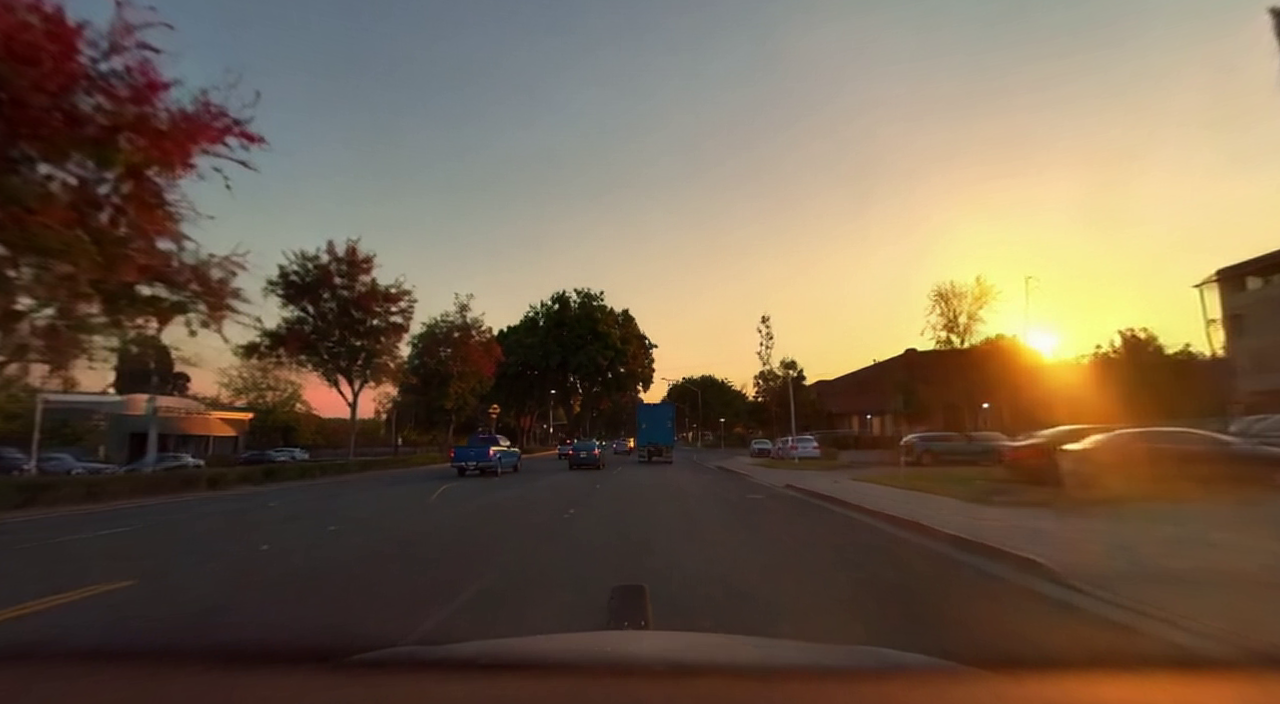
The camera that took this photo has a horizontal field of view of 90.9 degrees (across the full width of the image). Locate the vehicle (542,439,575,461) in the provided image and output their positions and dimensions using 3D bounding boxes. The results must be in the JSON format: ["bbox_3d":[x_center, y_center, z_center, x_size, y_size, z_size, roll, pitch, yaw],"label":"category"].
[{"bbox_3d":[-6.379,7.733,49.811,1.908,1.616,4.089,-1,-8,2],"label":"vehicle"}]

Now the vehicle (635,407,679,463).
[{"bbox_3d":[1.167,6.061,45.667,2.905,3.644,8.441,0,-8,1],"label":"vehicle"}]

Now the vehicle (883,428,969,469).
[{"bbox_3d":[12.582,4.277,28.071,1.880,1.642,4.523,-1,-8,2],"label":"vehicle"}]

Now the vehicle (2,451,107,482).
[{"bbox_3d":[-33.904,6.622,36.545,4.122,1.721,2.020,-1,-8,3],"label":"vehicle"}]

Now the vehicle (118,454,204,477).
[{"bbox_3d":[-33.659,7.964,44.334,4.409,1.480,2.092,-1,-8,3],"label":"vehicle"}]

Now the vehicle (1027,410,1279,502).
[{"bbox_3d":[10.364,1.992,12.250,4.346,1.595,1.964,0,-8,0],"label":"vehicle"}]

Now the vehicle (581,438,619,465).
[{"bbox_3d":[-2.648,6.694,42.592,2.114,1.663,4.381,-1,-8,2],"label":"vehicle"}]

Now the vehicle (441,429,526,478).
[{"bbox_3d":[-6.592,4.342,27.228,2.149,1.893,5.187,-1,-8,2],"label":"vehicle"}]
